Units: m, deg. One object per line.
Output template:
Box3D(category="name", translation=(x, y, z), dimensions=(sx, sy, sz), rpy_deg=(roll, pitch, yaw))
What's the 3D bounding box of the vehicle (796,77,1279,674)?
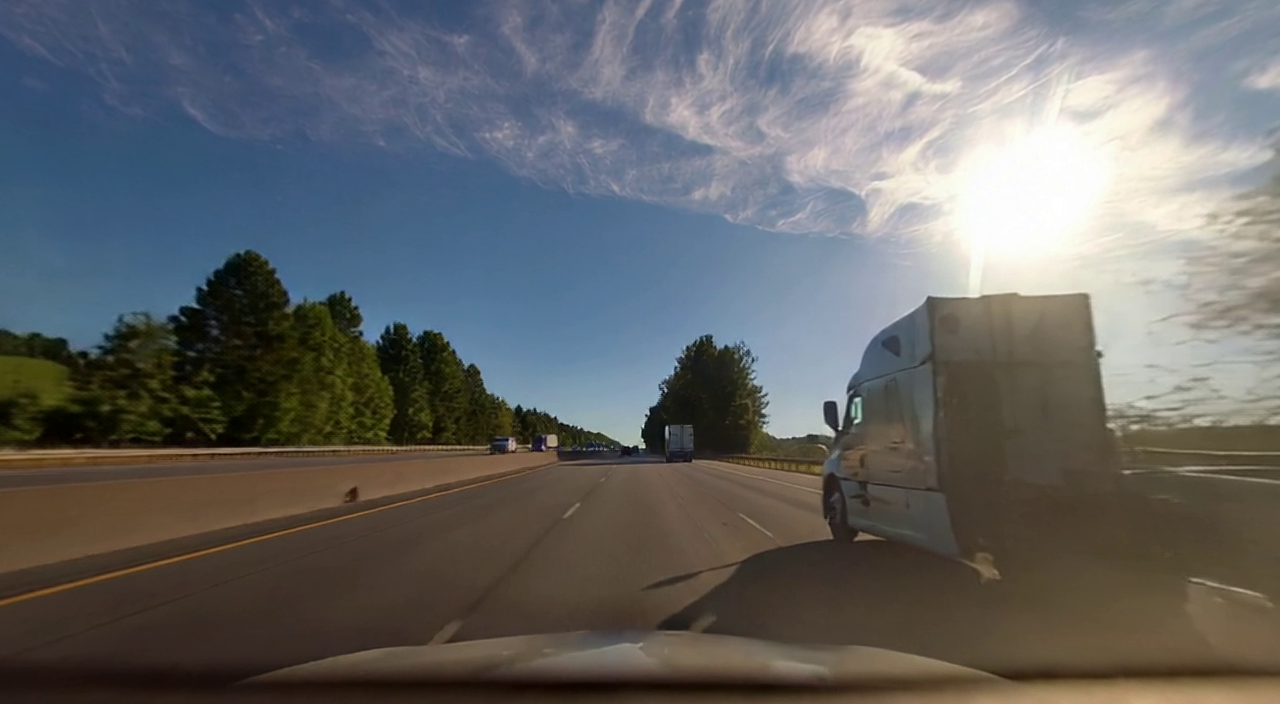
Box3D(category="vehicle", translation=(4.066, 0.468, 7.020), dimensions=(3.034, 3.898, 5.902), rpy_deg=(0, -9, 0))
